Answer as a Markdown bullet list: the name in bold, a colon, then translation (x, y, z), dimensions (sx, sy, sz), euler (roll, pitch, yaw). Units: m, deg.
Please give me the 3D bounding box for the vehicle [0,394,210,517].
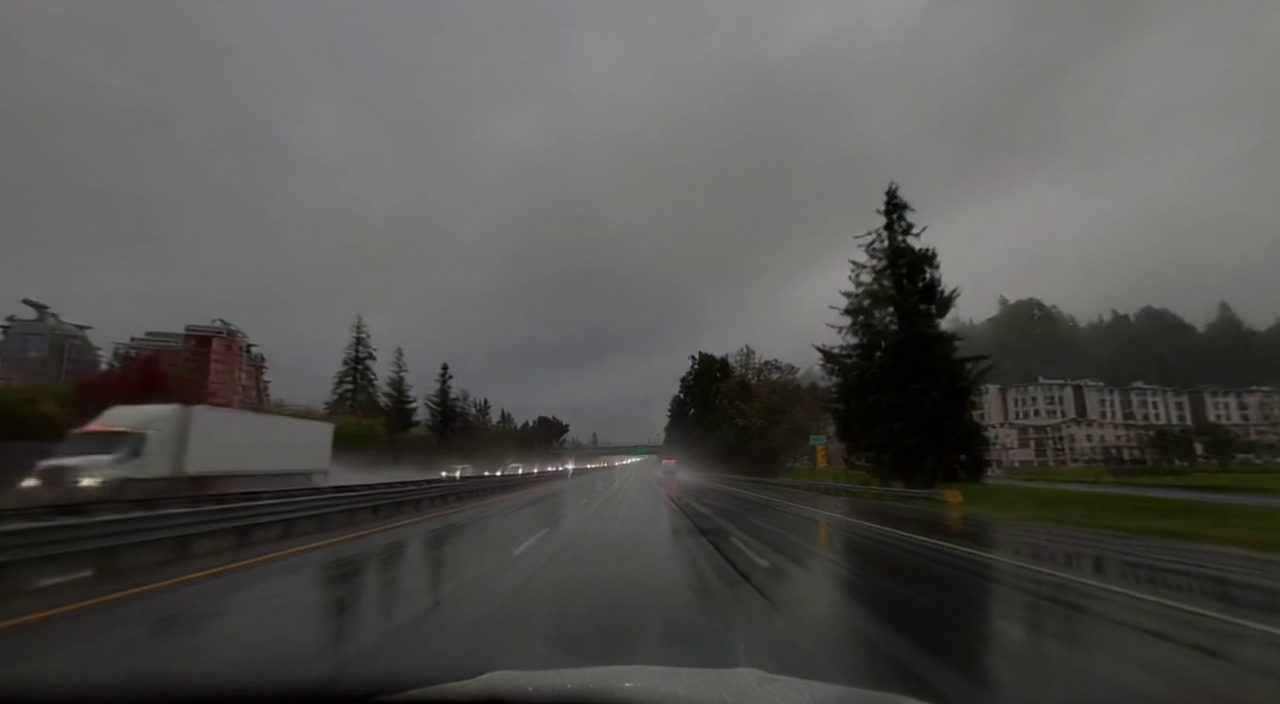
- **vehicle**: translation (-20.075, 3.954, 23.881), dimensions (3.010, 4.019, 5.914), euler (1, -10, 0)
